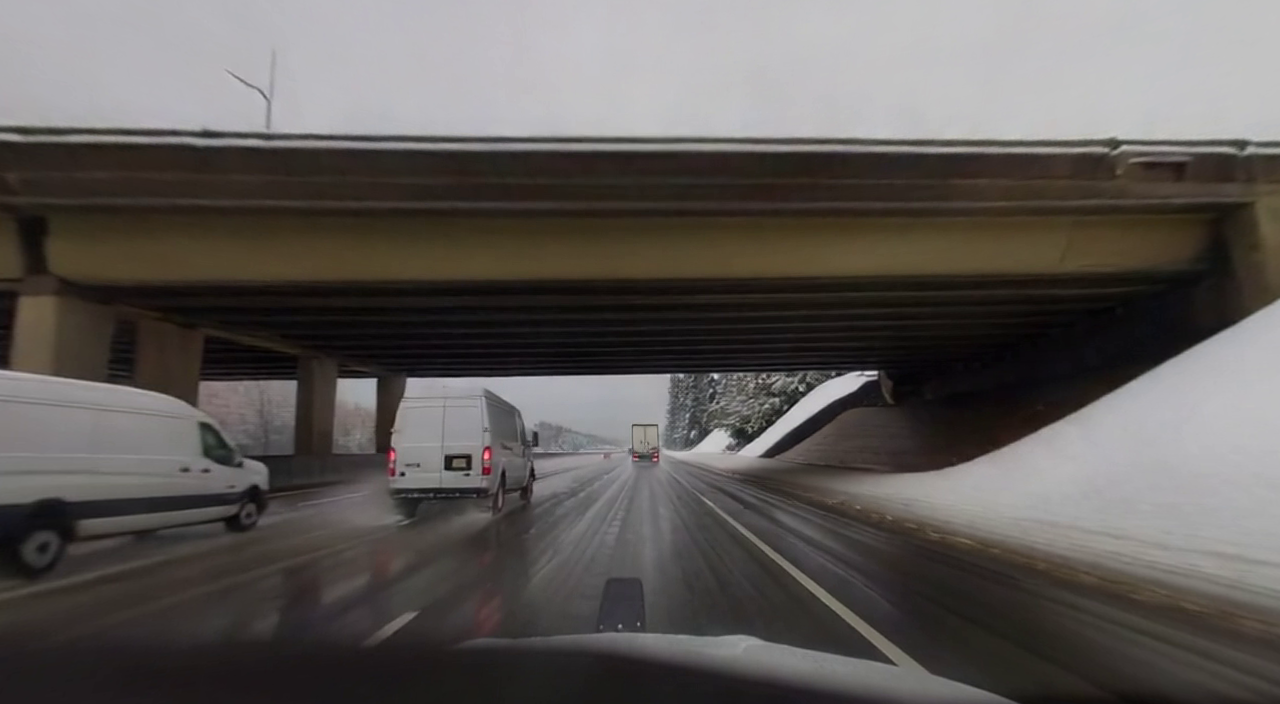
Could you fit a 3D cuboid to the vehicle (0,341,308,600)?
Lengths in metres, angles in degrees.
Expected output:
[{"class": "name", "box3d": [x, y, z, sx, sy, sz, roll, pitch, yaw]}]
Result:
[{"class": "vehicle", "box3d": [-7.692, 1.568, 8.737, 2.594, 2.571, 6.424, 0, -9, 0]}]

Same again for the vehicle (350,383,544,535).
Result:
[{"class": "vehicle", "box3d": [-3.892, 2.364, 14.310, 2.504, 2.694, 5.934, 0, -9, 0]}]
